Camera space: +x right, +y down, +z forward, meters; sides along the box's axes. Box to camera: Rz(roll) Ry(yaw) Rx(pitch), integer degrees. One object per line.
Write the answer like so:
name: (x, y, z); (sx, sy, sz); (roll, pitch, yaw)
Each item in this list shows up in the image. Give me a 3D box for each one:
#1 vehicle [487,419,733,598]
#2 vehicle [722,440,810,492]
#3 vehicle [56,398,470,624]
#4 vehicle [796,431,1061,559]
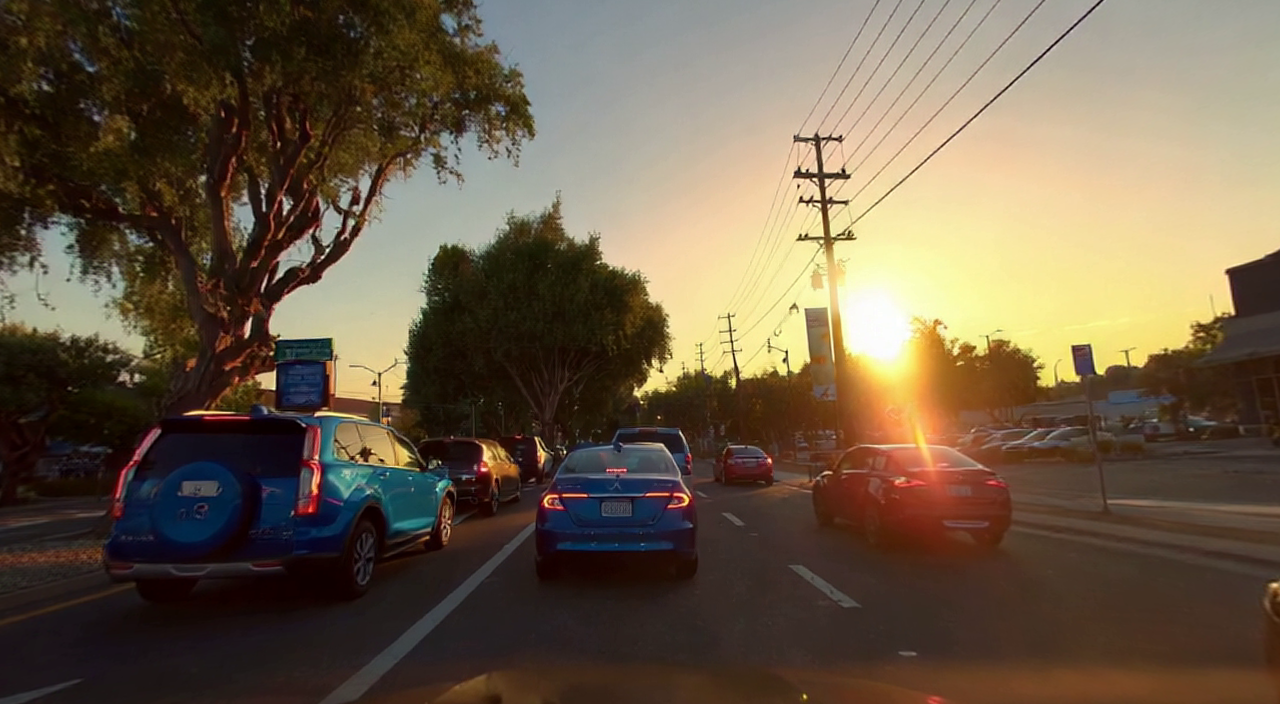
vehicle: (-0.312, 1.633, 7.398); (2.097, 1.511, 3.809); (0, -9, -2)
vehicle: (3.821, 3.527, 19.861); (1.876, 1.456, 4.025); (0, -9, -1)
vehicle: (-3.437, 1.524, 6.988); (1.979, 1.697, 4.254); (0, -9, -1)
vehicle: (3.922, 2.000, 9.606); (1.909, 1.473, 4.361); (0, -9, -1)
